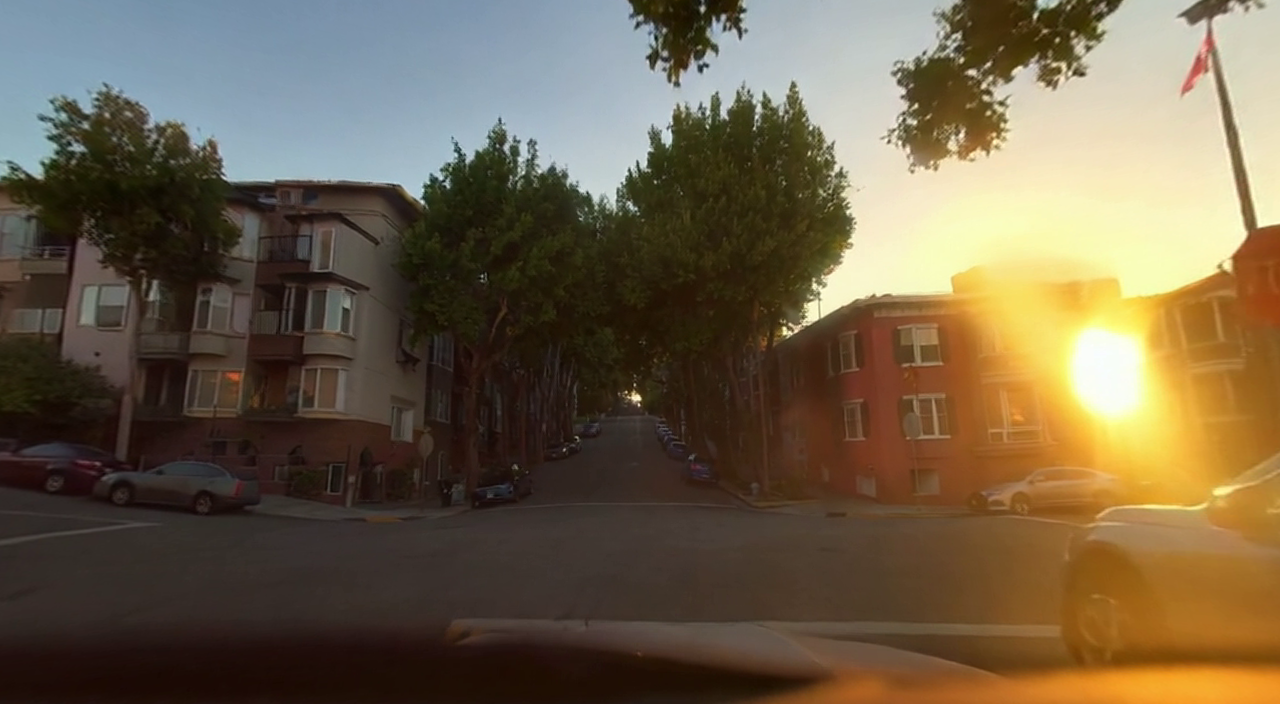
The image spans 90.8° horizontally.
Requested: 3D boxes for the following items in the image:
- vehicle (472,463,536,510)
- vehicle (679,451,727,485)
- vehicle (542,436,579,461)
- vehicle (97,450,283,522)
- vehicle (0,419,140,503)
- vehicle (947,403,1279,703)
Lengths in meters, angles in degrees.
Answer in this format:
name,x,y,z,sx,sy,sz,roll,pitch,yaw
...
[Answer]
name,x,y,z,sx,sy,sz,roll,pitch,yaw
vehicle,-5.873,5.825,27.721,1.987,1.662,4.141,-2,-8,-1
vehicle,3.413,6.423,35.355,2.051,1.526,4.673,0,-6,-2
vehicle,-6.181,7.523,49.358,2.101,1.732,4.119,-3,-7,3
vehicle,-13.998,4.197,19.862,4.243,1.676,1.844,6,-12,1
vehicle,-19.132,3.369,19.956,4.665,1.866,2.002,10,-10,-1
vehicle,3.350,0.946,2.160,2.064,1.548,5.186,0,-8,1
